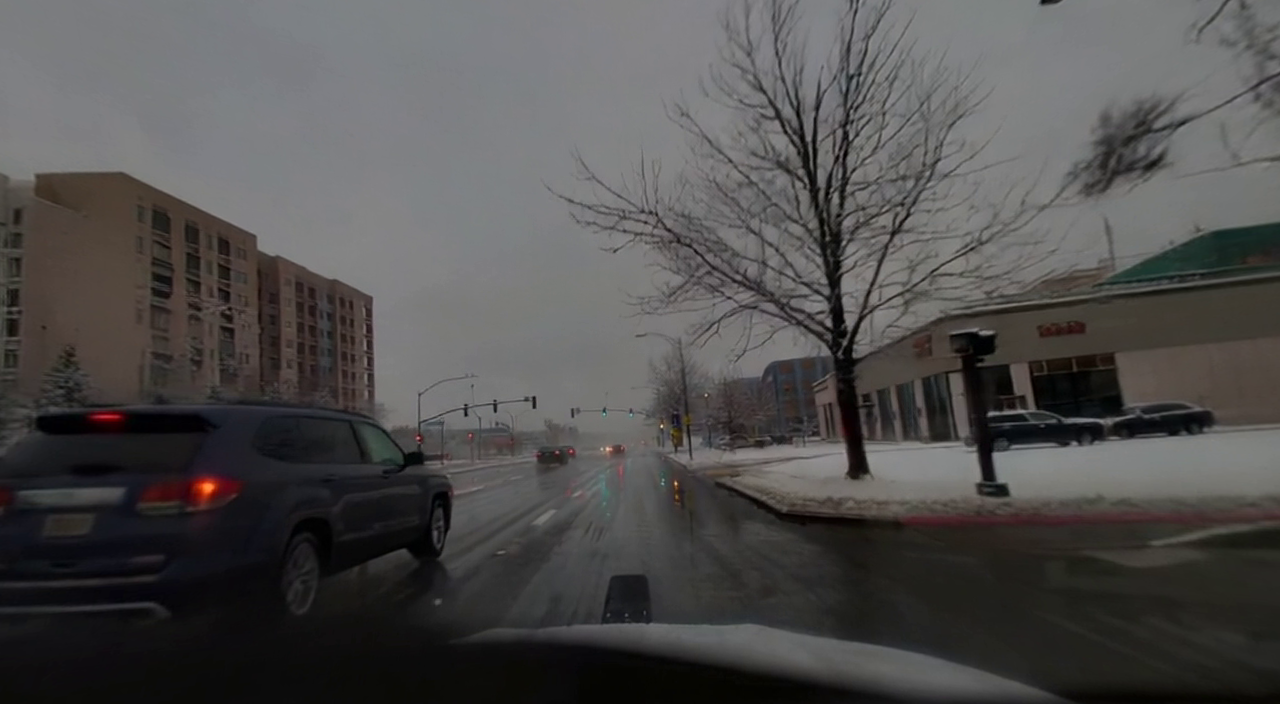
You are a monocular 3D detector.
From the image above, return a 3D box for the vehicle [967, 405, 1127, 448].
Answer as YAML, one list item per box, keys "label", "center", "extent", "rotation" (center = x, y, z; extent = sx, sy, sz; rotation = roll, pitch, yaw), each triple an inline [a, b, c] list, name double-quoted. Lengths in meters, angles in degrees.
- label: "vehicle"
  center: [15.135, 2.825, 23.656]
  extent: [4.573, 1.532, 1.983]
  rotation: [0, -8, 0]

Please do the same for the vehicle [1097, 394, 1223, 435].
- label: "vehicle"
  center: [24.784, 3.079, 30.324]
  extent: [1.903, 1.700, 4.934]
  rotation: [-1, -8, 1]

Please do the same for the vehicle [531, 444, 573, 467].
- label: "vehicle"
  center: [-5.945, 7.025, 43.107]
  extent: [2.030, 1.488, 4.650]
  rotation: [-1, -8, 2]

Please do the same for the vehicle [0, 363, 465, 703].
- label: "vehicle"
  center: [-3.427, 1.283, 5.601]
  extent: [2.277, 1.743, 4.893]
  rotation: [0, -8, 1]
